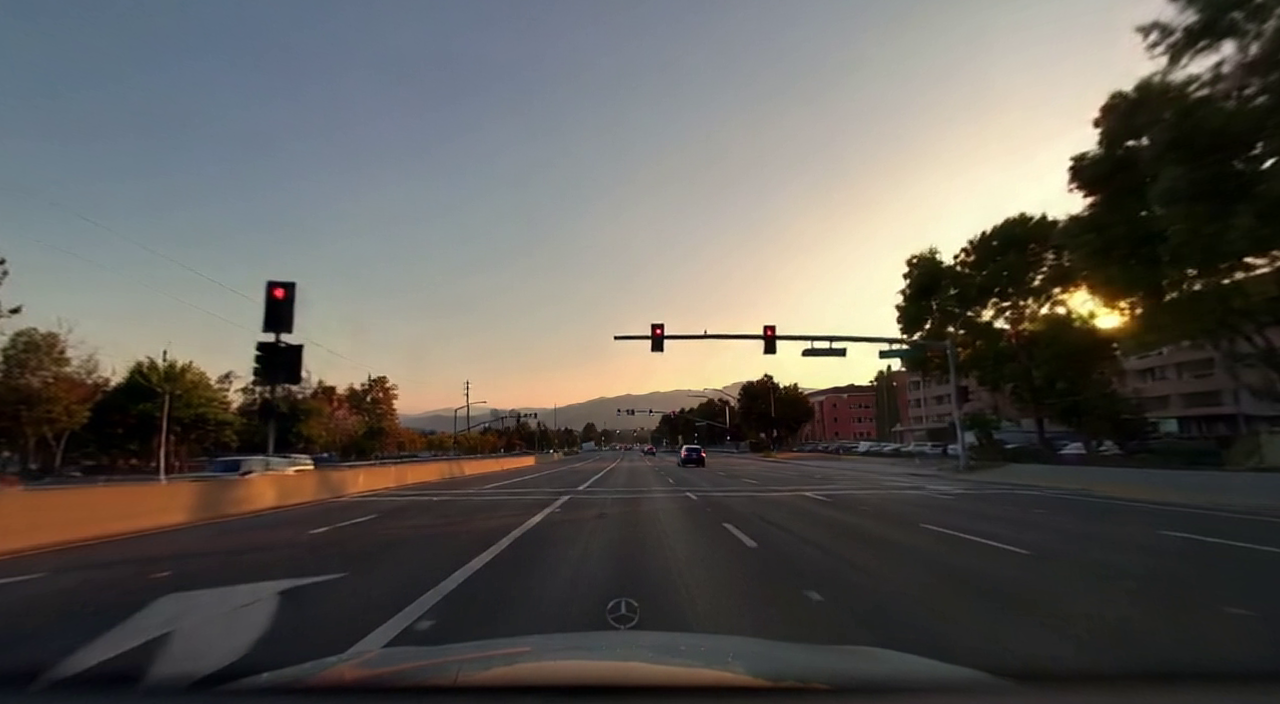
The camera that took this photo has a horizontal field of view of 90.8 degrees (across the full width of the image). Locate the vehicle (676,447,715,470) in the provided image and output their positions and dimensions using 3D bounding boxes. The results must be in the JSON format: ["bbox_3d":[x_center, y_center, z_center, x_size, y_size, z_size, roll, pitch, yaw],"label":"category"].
[{"bbox_3d":[3.801,7.402,44.043,2.187,1.475,4.529,0,-9,-1],"label":"vehicle"}]

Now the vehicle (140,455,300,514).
[{"bbox_3d":[-12.479,3.909,19.187,1.870,1.501,4.364,0,-9,0],"label":"vehicle"}]
